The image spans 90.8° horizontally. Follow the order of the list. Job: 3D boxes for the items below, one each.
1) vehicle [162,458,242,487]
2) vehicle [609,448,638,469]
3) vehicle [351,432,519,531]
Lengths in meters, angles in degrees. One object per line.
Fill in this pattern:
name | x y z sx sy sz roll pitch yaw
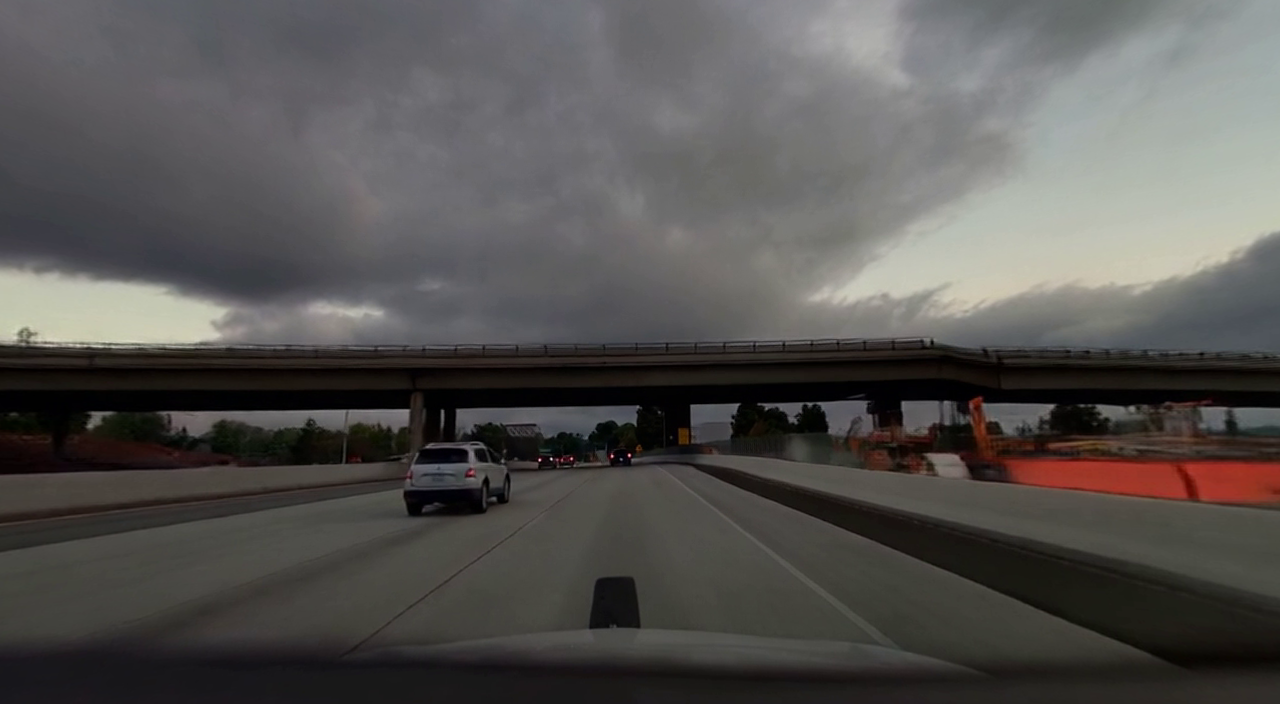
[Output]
vehicle | -29.042 7.976 42.068 2.012 1.735 4.649 -1 -9 -1
vehicle | -1.258 7.947 47.485 2.051 1.459 4.092 0 -9 -2
vehicle | -3.880 2.512 12.850 2.024 1.655 4.192 0 -9 -1
